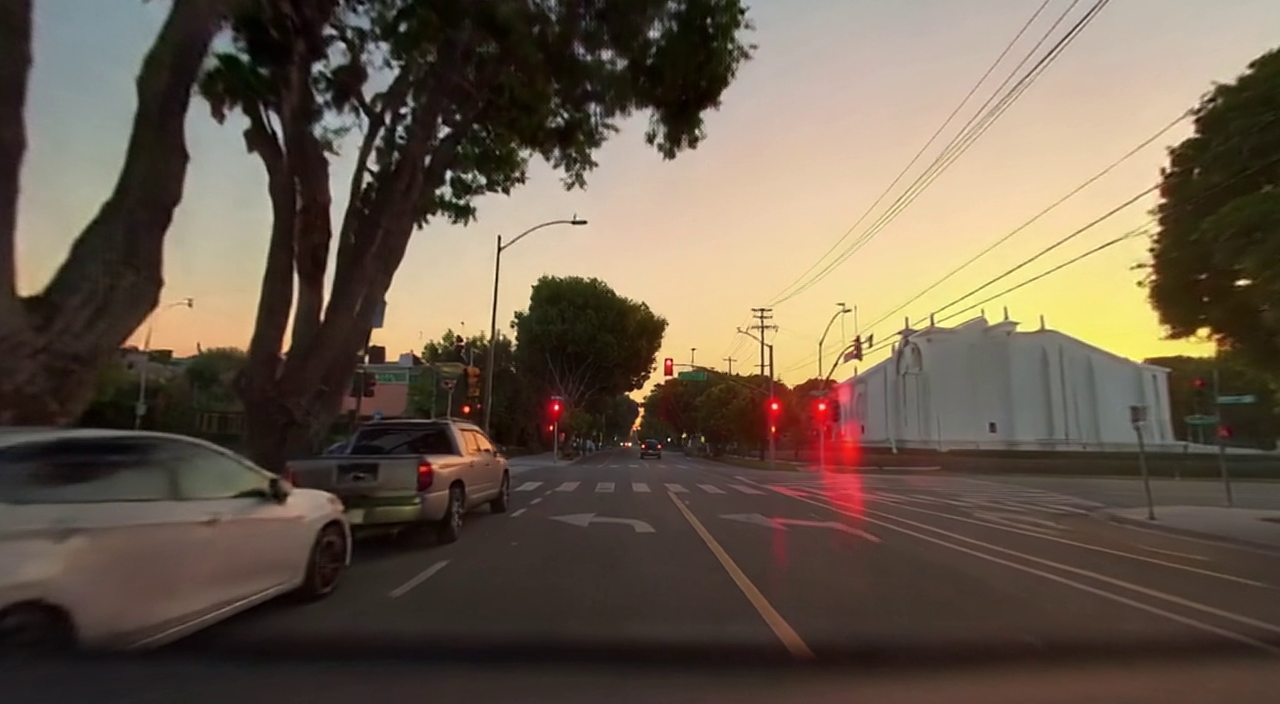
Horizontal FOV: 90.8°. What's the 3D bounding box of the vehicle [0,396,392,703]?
[{"bbox_3d":[-3.476,1.188,4.084,1.855,1.534,4.644,0,-9,0],"label":"vehicle"}]
